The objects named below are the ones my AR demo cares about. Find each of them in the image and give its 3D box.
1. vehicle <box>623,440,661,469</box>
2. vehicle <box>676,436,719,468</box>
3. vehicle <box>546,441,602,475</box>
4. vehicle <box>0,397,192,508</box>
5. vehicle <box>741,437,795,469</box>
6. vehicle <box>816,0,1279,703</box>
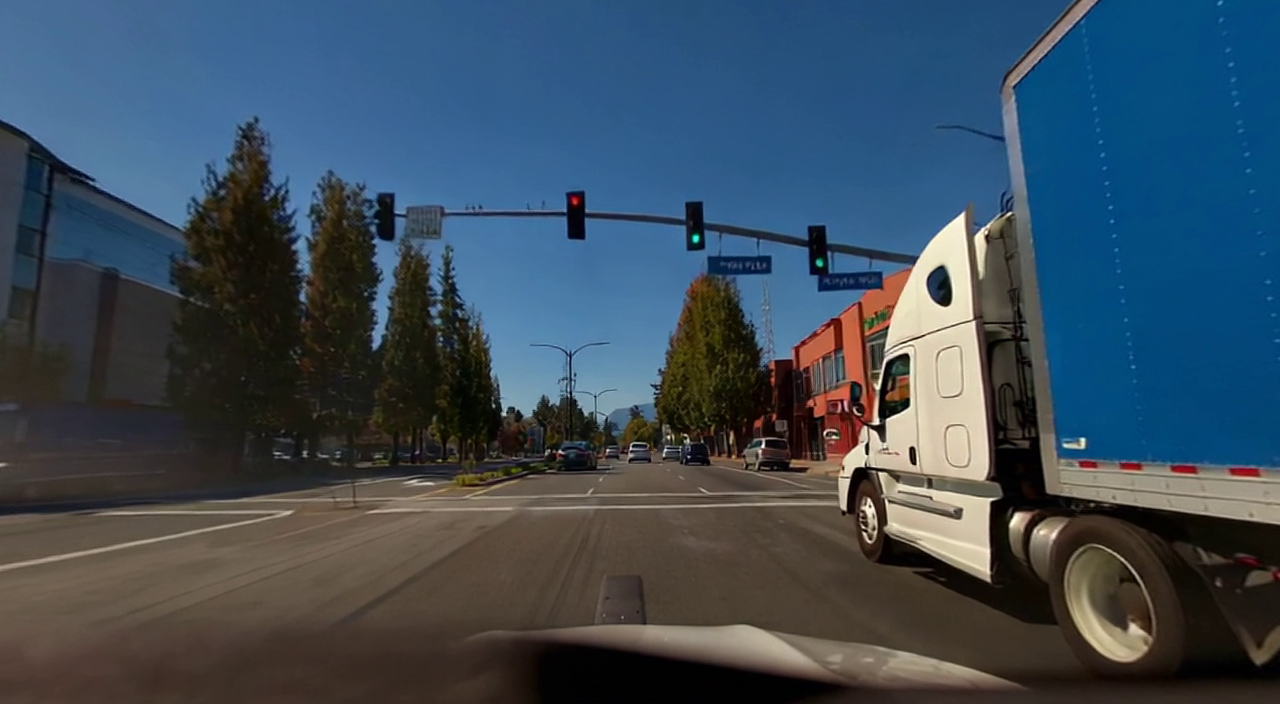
[{"bbox_3d":[0.112,6.381,39.585,2.276,1.704,3.925,0,-8,0],"label":"vehicle"},{"bbox_3d":[3.553,6.284,39.739,2.196,1.908,4.412,0,-8,-1],"label":"vehicle"},{"bbox_3d":[-3.158,5.212,31.190,2.211,1.537,4.666,0,-8,1],"label":"vehicle"},{"bbox_3d":[-18.087,3.136,19.941,2.473,2.894,7.075,0,-8,0],"label":"vehicle"},{"bbox_3d":[7.687,6.144,38.464,2.174,1.793,5.061,0,-8,-1],"label":"vehicle"},{"bbox_3d":[3.865,-0.042,3.924,3.006,3.679,8.506,0,-8,0],"label":"vehicle"}]
